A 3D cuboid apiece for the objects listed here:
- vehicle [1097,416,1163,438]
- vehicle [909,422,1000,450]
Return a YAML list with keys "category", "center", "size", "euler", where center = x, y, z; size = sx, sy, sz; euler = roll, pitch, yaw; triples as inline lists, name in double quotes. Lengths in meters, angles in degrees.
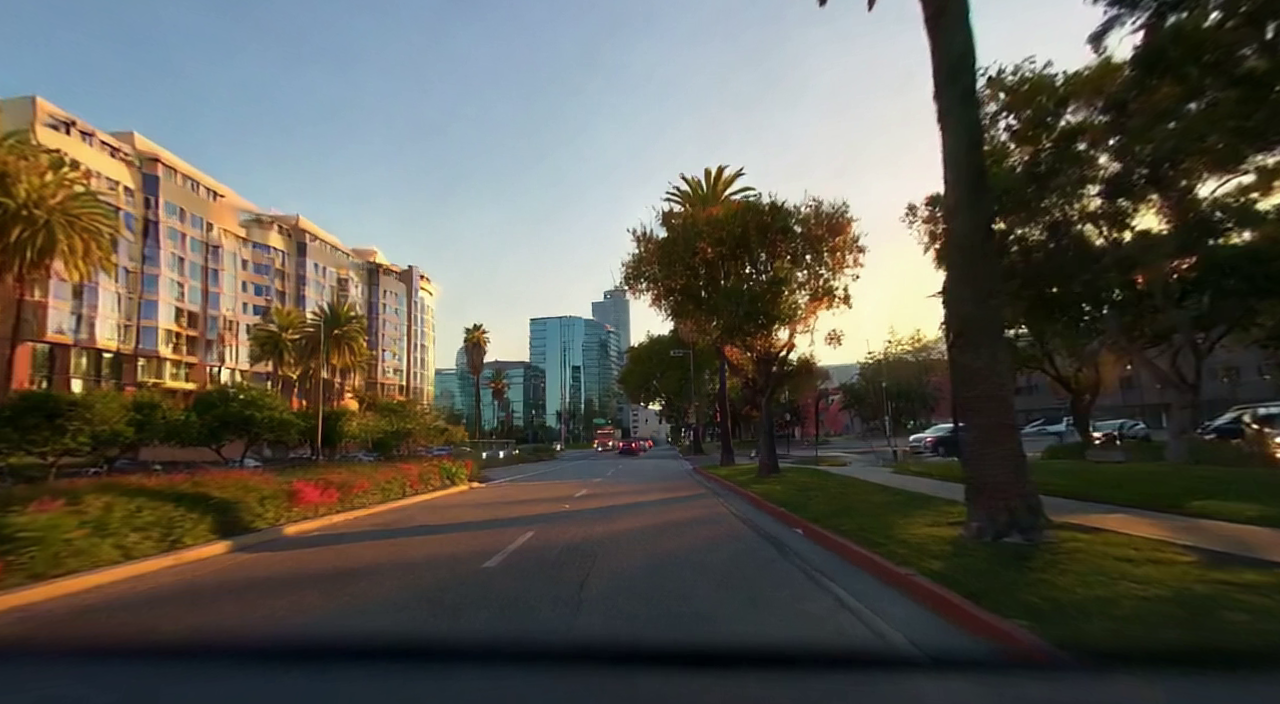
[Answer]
- category: "vehicle"
  center: [37.024, 5.730, 47.561]
  size: [1.794, 1.535, 4.466]
  euler: [-1, -8, 6]
- category: "vehicle"
  center: [16.753, 4.490, 33.512]
  size: [3.945, 1.463, 1.684]
  euler: [1, -8, -5]
